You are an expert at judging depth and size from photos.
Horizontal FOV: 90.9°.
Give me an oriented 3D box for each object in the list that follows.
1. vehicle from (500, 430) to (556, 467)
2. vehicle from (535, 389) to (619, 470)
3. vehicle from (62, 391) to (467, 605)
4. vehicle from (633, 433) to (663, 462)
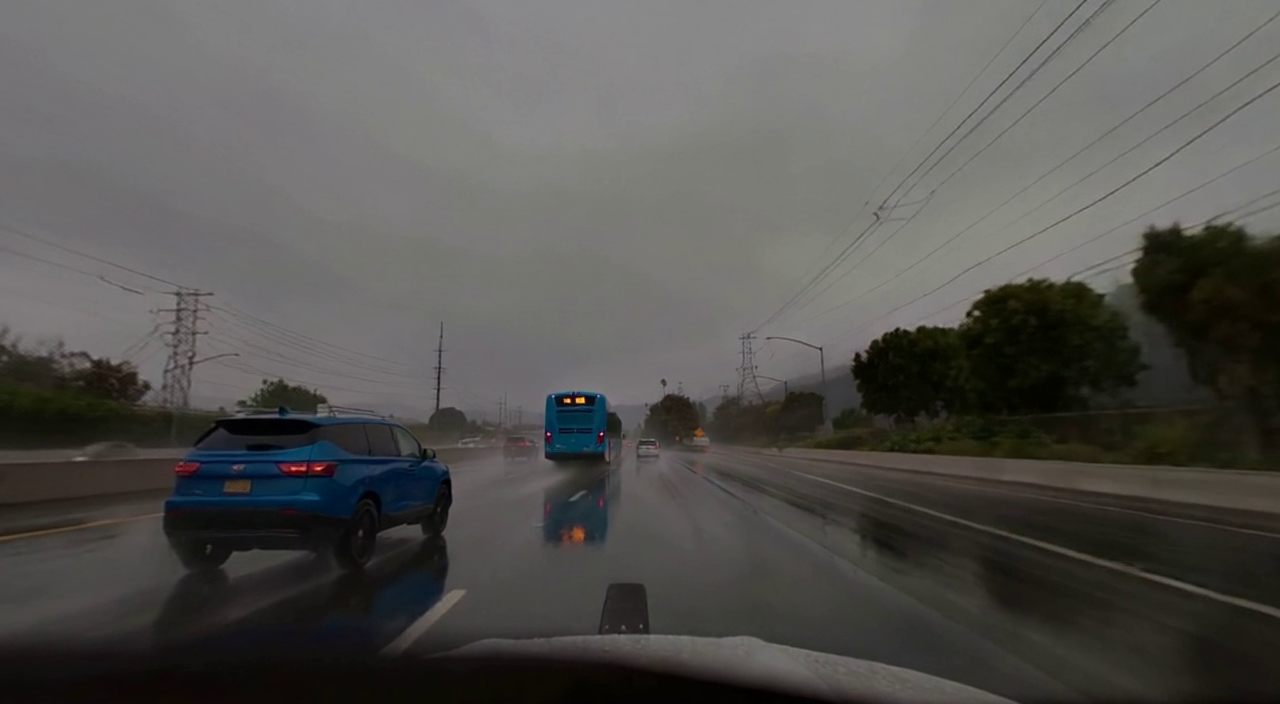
[{"bbox_3d":[-6.881,6.034,39.400,2.282,2.116,6.030,0,-8,1],"label":"vehicle"},{"bbox_3d":[-3.153,4.537,35.532,3.382,3.712,11.766,1,-9,1],"label":"vehicle"},{"bbox_3d":[-3.664,1.507,7.331,2.021,1.730,4.223,0,-8,1],"label":"vehicle"},{"bbox_3d":[0.575,6.974,46.131,2.083,2.001,4.782,0,-8,0],"label":"vehicle"}]
